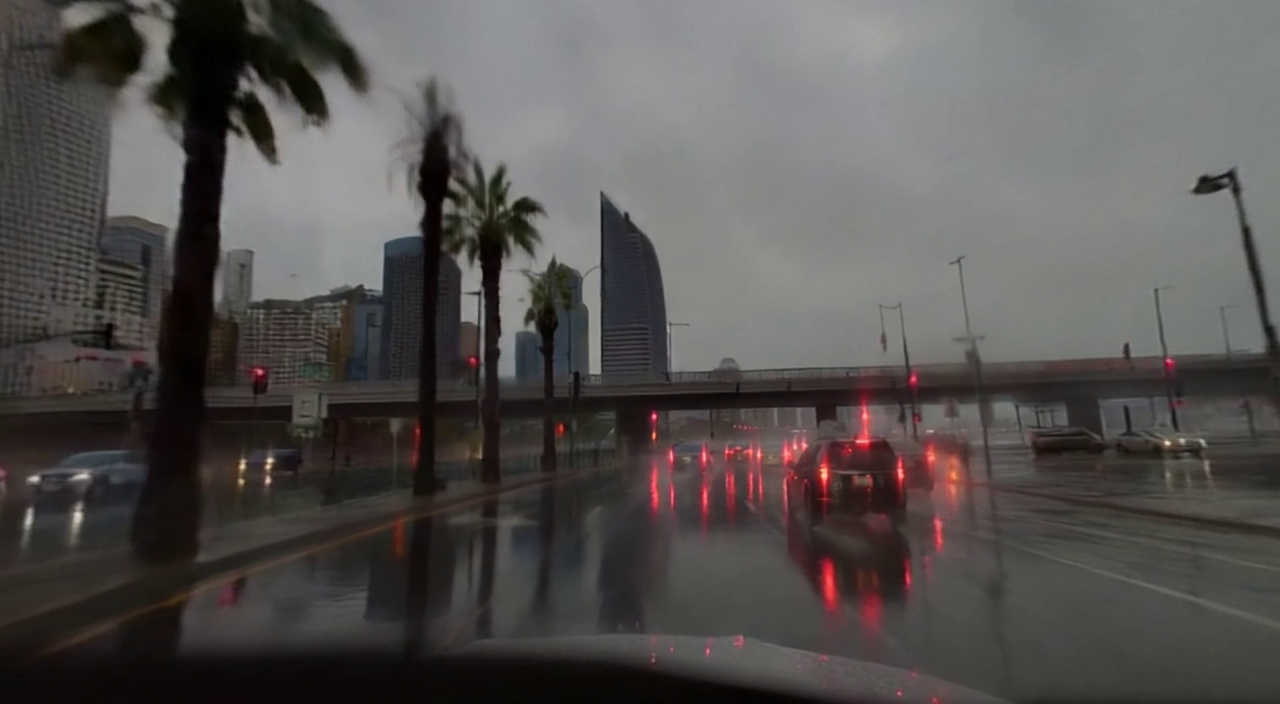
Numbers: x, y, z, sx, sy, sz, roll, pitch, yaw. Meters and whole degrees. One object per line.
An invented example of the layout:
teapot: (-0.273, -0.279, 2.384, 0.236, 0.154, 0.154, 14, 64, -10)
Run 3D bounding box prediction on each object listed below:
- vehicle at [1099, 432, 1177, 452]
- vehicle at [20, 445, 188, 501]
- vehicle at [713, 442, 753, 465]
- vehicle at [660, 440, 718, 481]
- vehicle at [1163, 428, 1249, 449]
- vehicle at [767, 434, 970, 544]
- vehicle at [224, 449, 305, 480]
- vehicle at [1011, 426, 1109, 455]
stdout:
vehicle: (37.229, 6.717, 47.040, 4.535, 1.480, 1.882, 1, -9, -9)
vehicle: (-18.996, 4.258, 22.698, 2.040, 1.749, 4.796, 0, -9, -4)
vehicle: (6.595, 7.098, 44.215, 2.134, 1.492, 4.674, -2, -9, 15)
vehicle: (2.101, 4.422, 25.918, 2.077, 1.518, 3.760, -1, -9, 9)
vehicle: (43.328, 6.665, 48.196, 5.097, 1.557, 1.900, 1, -8, -8)
vehicle: (3.687, 2.290, 11.307, 2.051, 1.509, 4.933, -1, -9, 3)
vehicle: (-23.041, 6.880, 38.853, 2.106, 1.791, 4.618, 0, -9, -1)
vehicle: (30.601, 6.452, 45.956, 5.771, 2.019, 2.293, 1, -9, -8)
